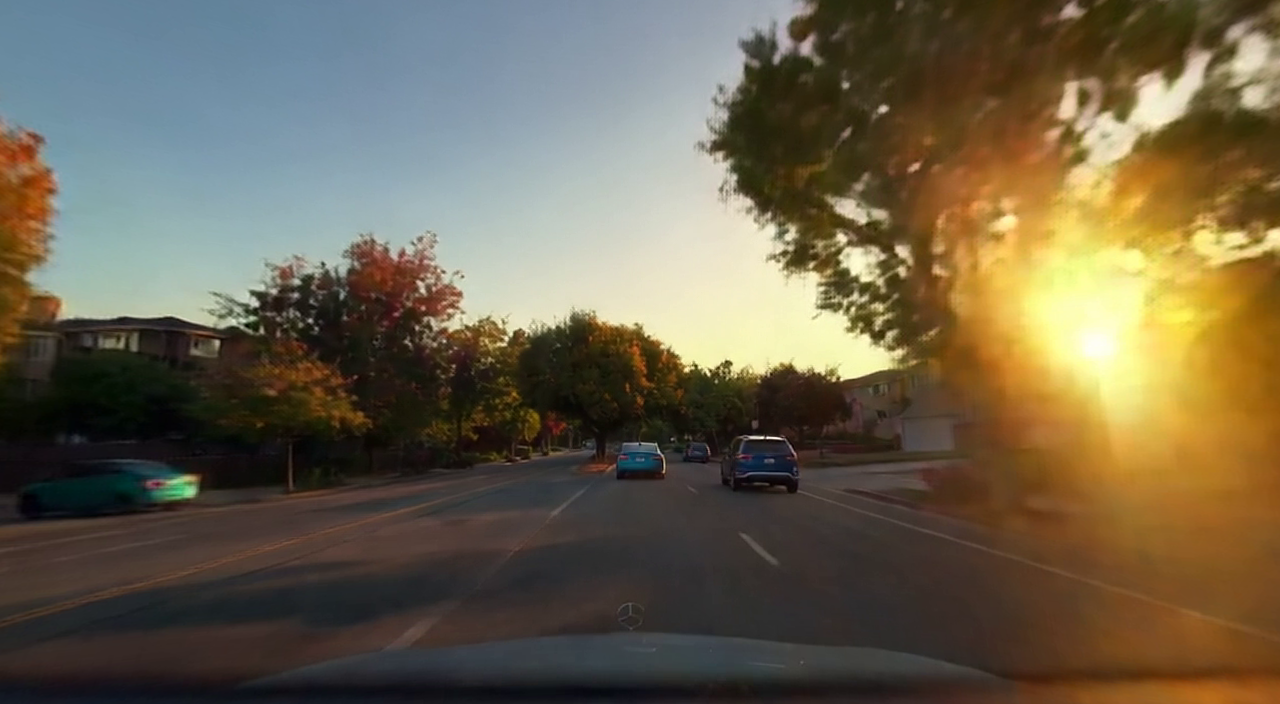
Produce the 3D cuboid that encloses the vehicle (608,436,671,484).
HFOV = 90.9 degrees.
[{"bbox_3d":[-0.014,4.083,24.190,2.200,1.653,4.127,0,-8,0],"label":"vehicle"}]

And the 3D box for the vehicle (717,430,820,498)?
[{"bbox_3d":[3.562,3.204,18.401,2.024,1.711,4.512,0,-8,0],"label":"vehicle"}]

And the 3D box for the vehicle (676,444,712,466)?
[{"bbox_3d":[3.640,7.016,43.099,2.099,1.463,4.130,0,-8,-1],"label":"vehicle"}]

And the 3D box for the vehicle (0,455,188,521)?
[{"bbox_3d":[-15.710,3.817,17.864,4.296,1.611,1.942,-2,-9,0],"label":"vehicle"}]
